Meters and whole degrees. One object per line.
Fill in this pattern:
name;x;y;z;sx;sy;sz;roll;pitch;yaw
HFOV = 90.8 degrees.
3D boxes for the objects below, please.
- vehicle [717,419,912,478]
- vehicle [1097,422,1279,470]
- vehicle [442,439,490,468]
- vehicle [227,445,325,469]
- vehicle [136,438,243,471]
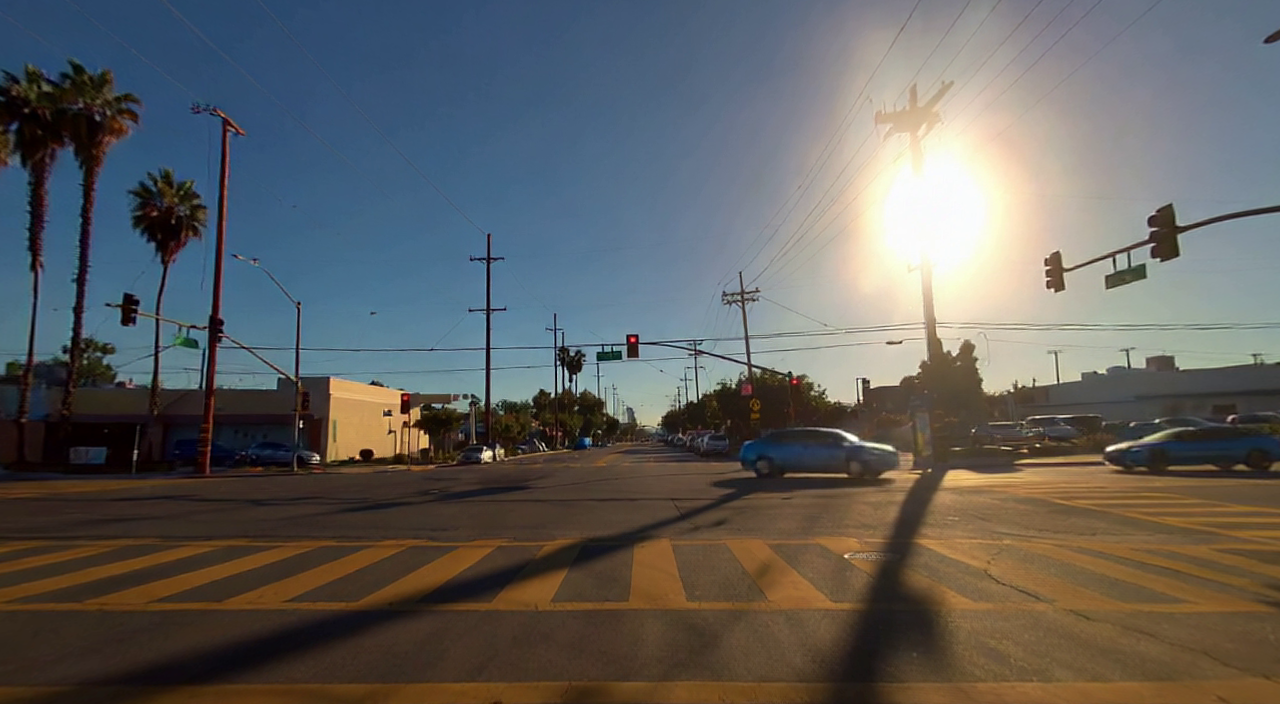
vehicle;4.974;2.848;18.675;2.223;1.490;5.094;8;-12;-43
vehicle;18.247;3.077;20.642;4.918;1.479;1.897;-1;-9;9
vehicle;-11.968;6.998;43.777;2.016;1.717;4.287;0;-6;1
vehicle;-22.310;6.429;38.852;4.849;1.444;1.881;0;-8;1
vehicle;-25.920;5.926;36.458;4.613;1.820;2.021;-1;-9;3
